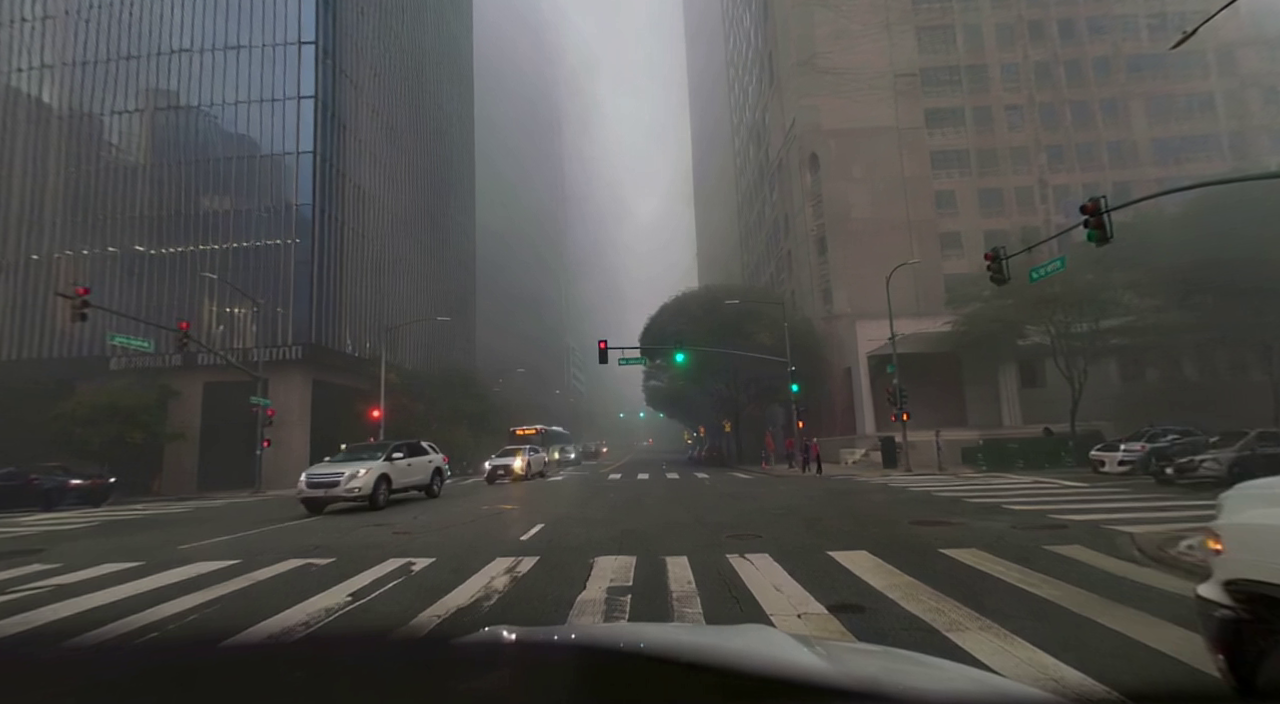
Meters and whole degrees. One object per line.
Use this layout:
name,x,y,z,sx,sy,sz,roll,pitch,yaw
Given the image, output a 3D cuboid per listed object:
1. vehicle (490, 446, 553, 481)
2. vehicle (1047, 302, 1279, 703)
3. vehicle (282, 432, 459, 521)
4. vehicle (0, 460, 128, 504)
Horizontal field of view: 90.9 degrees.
vehicle,-5.446,5.179,29.636,1.956,1.457,4.958,0,-8,1
vehicle,3.250,0.537,0.672,2.118,1.848,5.426,0,-8,2
vehicle,-5.904,2.752,14.548,1.990,1.710,4.507,0,-8,1
vehicle,-27.153,5.966,29.137,5.101,1.851,2.118,0,-8,2
